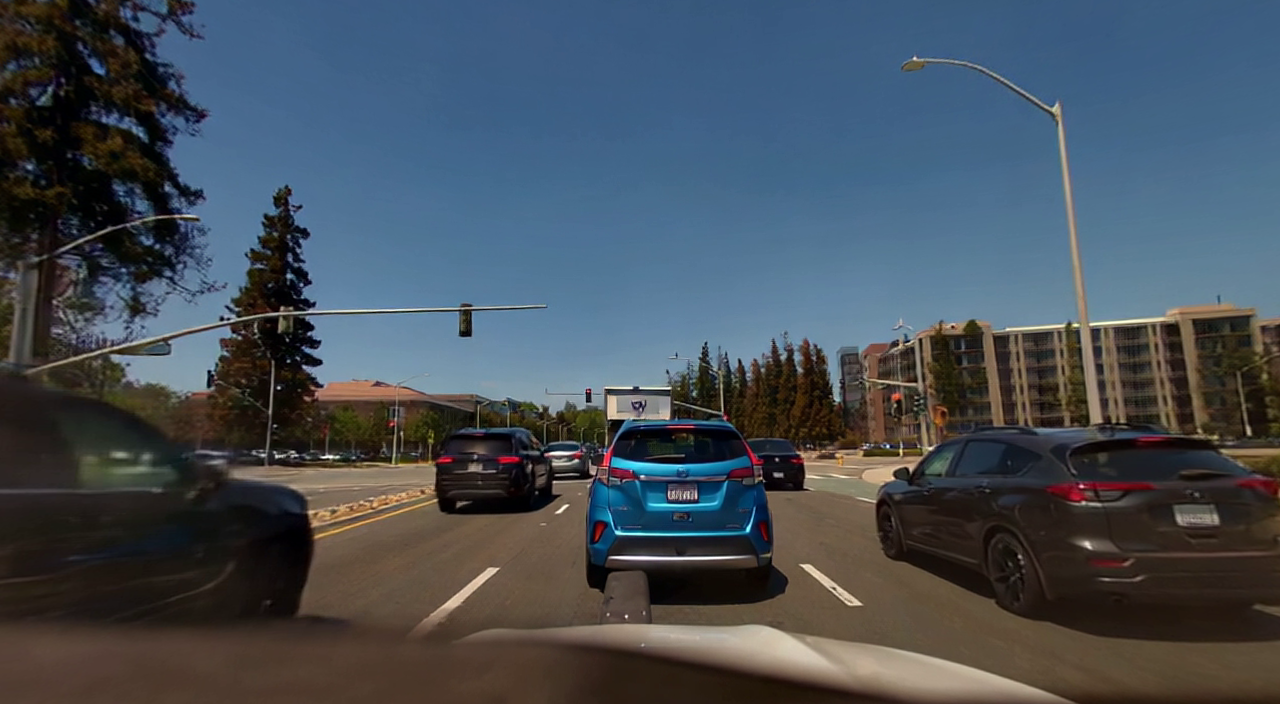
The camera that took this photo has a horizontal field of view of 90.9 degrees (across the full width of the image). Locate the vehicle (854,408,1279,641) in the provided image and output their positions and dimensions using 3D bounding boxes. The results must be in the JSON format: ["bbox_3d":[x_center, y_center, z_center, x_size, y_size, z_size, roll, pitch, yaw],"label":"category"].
[{"bbox_3d":[3.913,1.490,6.438,1.954,1.592,3.992,0,-8,-1],"label":"vehicle"}]

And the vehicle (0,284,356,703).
[{"bbox_3d":[-3.212,0.717,2.173,2.209,1.828,4.847,0,-8,0],"label":"vehicle"}]

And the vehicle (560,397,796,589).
[{"bbox_3d":[0.375,1.626,8.074,2.172,1.764,4.338,0,-8,1],"label":"vehicle"}]

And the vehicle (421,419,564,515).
[{"bbox_3d":[-3.113,2.575,14.582,2.054,1.814,4.941,0,-8,1],"label":"vehicle"}]
